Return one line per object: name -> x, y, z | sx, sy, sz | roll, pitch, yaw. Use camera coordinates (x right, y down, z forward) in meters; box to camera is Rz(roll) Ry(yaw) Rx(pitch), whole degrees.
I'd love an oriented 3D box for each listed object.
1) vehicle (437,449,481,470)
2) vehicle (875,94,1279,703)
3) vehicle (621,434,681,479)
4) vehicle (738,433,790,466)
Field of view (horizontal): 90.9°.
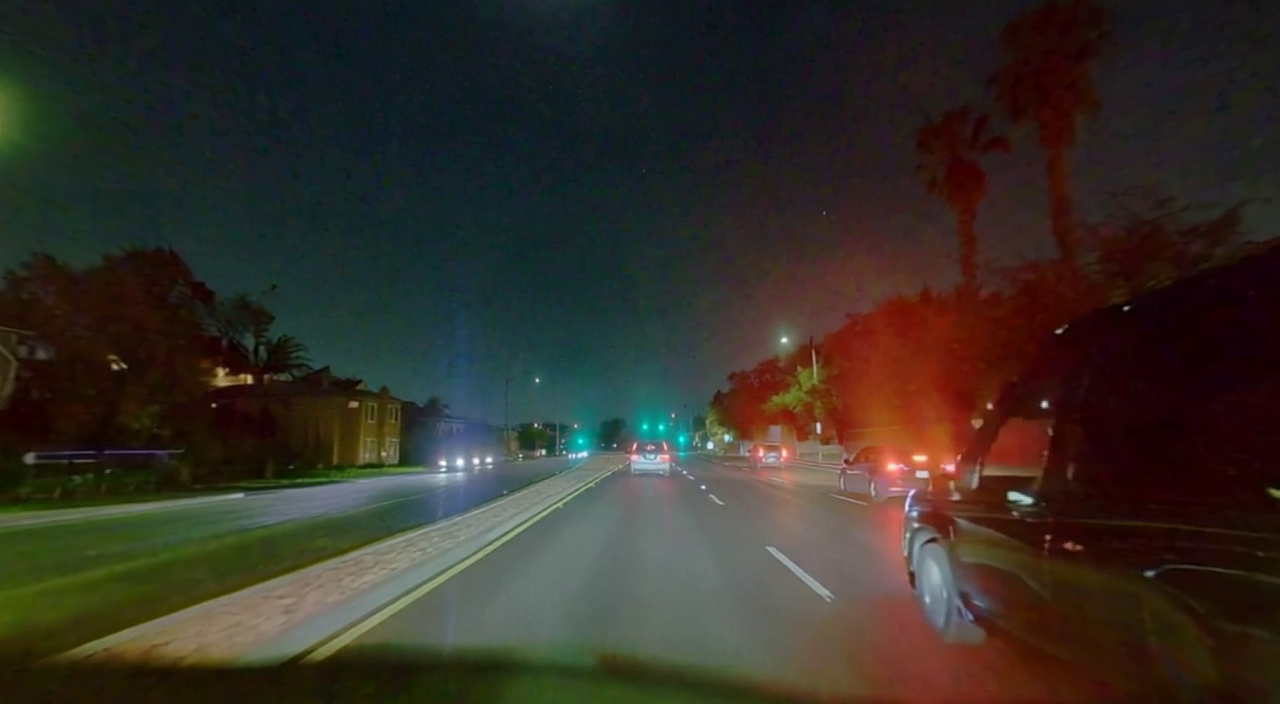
vehicle -> -13.801, 8.194, 48.367 | 1.897, 1.488, 4.529 | 0, -8, 2
vehicle -> 3.328, 0.521, 2.792 | 2.268, 2.584, 6.049 | 0, -8, 1
vehicle -> 0.437, 4.339, 26.391 | 2.289, 1.679, 4.180 | 0, -8, 0
vehicle -> 8.199, 6.502, 42.208 | 2.436, 2.010, 5.595 | 0, -8, 1
